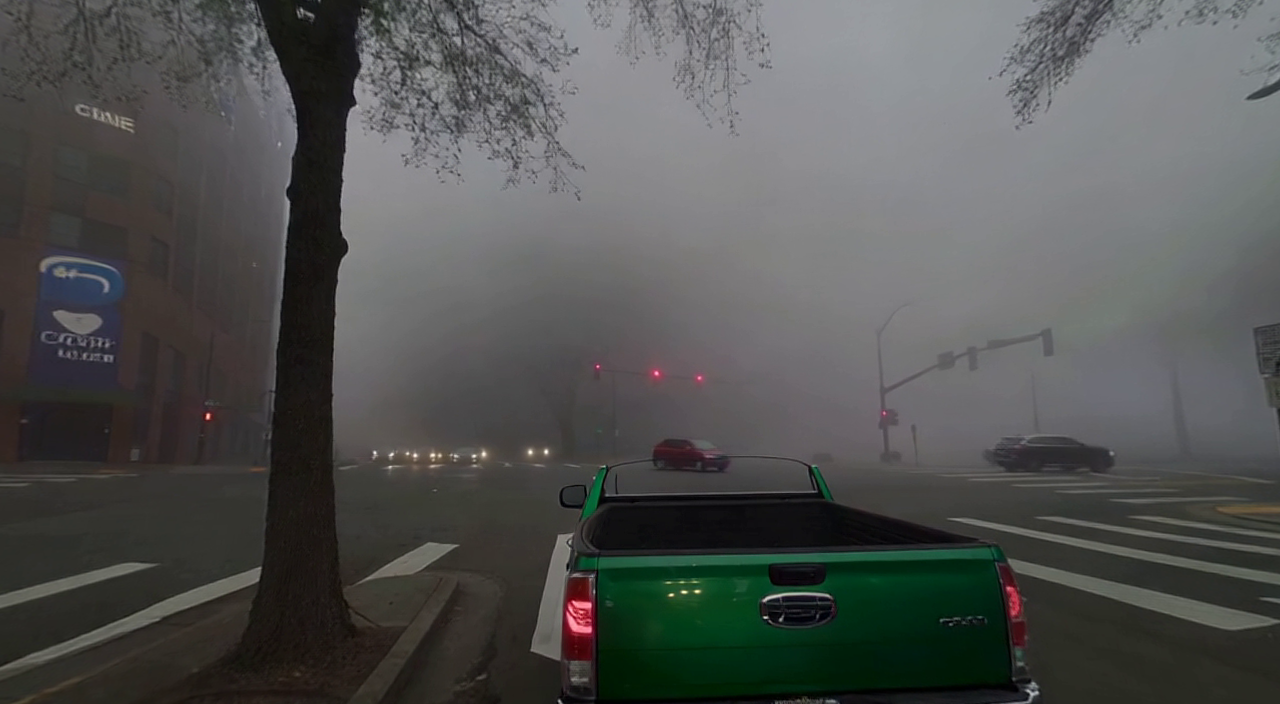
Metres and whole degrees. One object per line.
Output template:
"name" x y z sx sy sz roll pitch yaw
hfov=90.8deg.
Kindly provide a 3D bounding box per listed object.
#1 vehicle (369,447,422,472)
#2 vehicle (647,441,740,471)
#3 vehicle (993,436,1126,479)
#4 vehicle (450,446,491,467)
"vehicle" -16.257 7.142 42.243 1.883 1.586 4.297 0 -9 0
"vehicle" 2.779 5.420 33.019 4.457 1.464 1.879 -5 -10 32
"vehicle" 20.365 5.069 30.697 5.667 1.927 2.289 3 -9 -20
"vehicle" -12.605 7.766 47.095 1.946 1.474 4.008 0 -9 0
